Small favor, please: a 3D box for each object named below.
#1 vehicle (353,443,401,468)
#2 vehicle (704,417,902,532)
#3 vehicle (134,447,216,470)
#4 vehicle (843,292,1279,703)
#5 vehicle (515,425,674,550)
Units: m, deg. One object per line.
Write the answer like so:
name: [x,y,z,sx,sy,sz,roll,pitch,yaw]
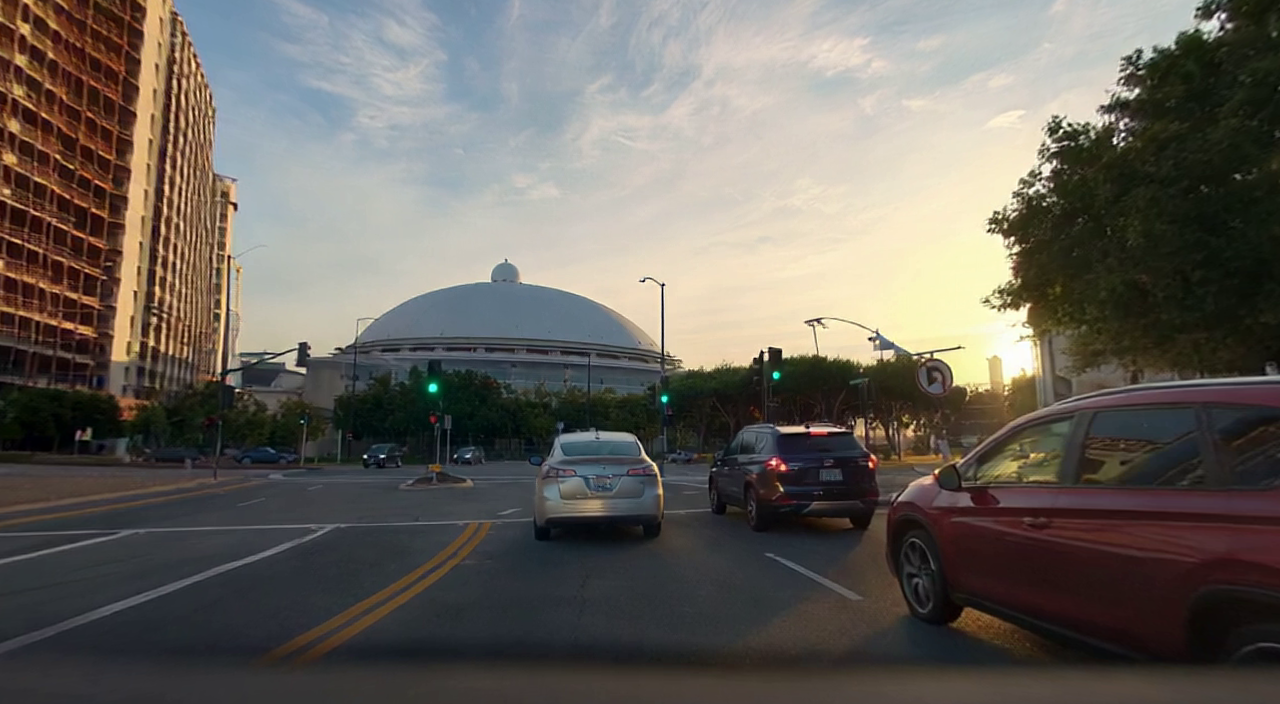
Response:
vehicle: [-19.164,7.528,46.129,2.303,1.692,4.571,1,-9,-11]
vehicle: [2.717,2.174,11.806,2.103,1.710,4.396,1,-9,-7]
vehicle: [-33.074,7.531,44.823,4.653,1.459,2.228,-1,-8,17]
vehicle: [3.179,0.910,3.471,2.320,1.772,4.872,0,-9,-2]
vehicle: [-0.876,2.098,10.471,2.132,1.632,3.889,1,-9,-8]
